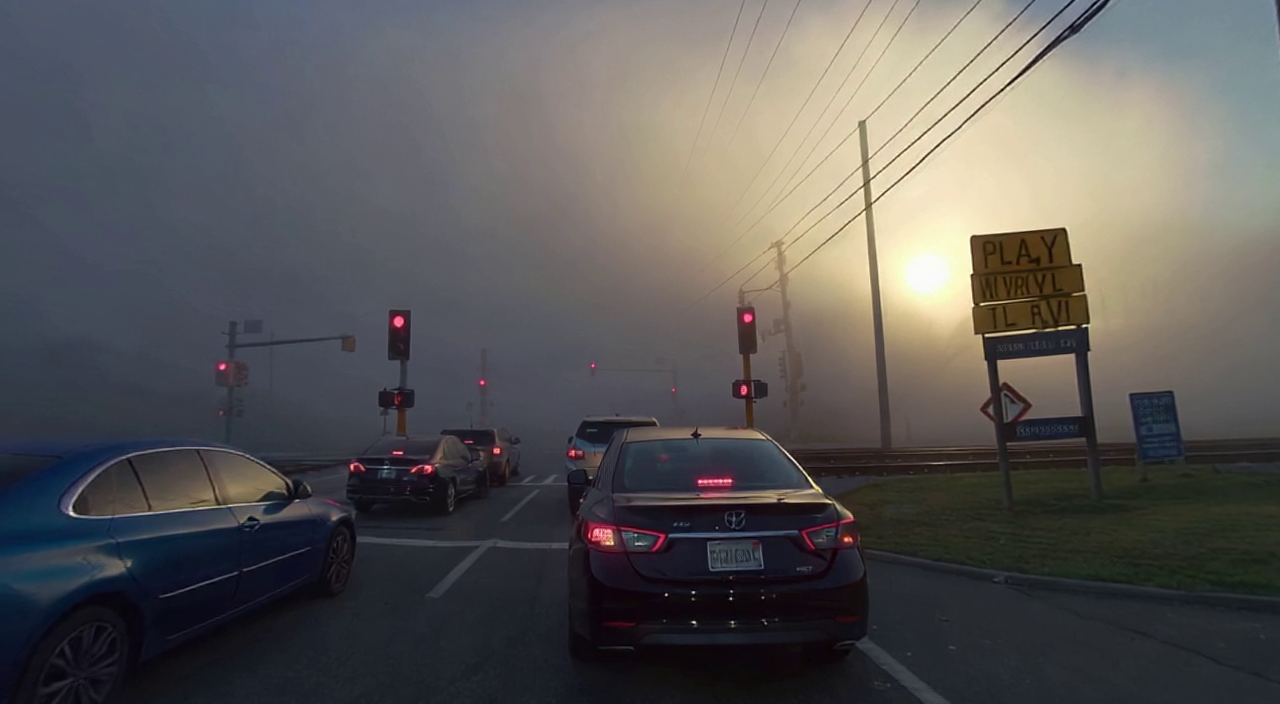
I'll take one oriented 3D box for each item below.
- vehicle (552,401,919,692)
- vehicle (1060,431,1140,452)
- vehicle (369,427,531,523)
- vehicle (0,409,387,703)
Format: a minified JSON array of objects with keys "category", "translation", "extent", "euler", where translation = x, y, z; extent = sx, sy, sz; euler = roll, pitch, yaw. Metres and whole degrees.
[{"category":"vehicle","translation":[0.405,1.338,5.460],"extent":[1.998,1.529,3.960],"euler":[1,-9,-4]},{"category":"vehicle","translation":[34.010,6.627,46.787],"extent":[4.453,1.476,1.887],"euler":[0,-9,0]},{"category":"vehicle","translation":[-3.360,2.260,12.085],"extent":[1.984,1.505,3.982],"euler":[0,-9,-2]},{"category":"vehicle","translation":[-3.711,1.250,4.458],"extent":[1.956,1.468,4.585],"euler":[0,-9,0]}]
